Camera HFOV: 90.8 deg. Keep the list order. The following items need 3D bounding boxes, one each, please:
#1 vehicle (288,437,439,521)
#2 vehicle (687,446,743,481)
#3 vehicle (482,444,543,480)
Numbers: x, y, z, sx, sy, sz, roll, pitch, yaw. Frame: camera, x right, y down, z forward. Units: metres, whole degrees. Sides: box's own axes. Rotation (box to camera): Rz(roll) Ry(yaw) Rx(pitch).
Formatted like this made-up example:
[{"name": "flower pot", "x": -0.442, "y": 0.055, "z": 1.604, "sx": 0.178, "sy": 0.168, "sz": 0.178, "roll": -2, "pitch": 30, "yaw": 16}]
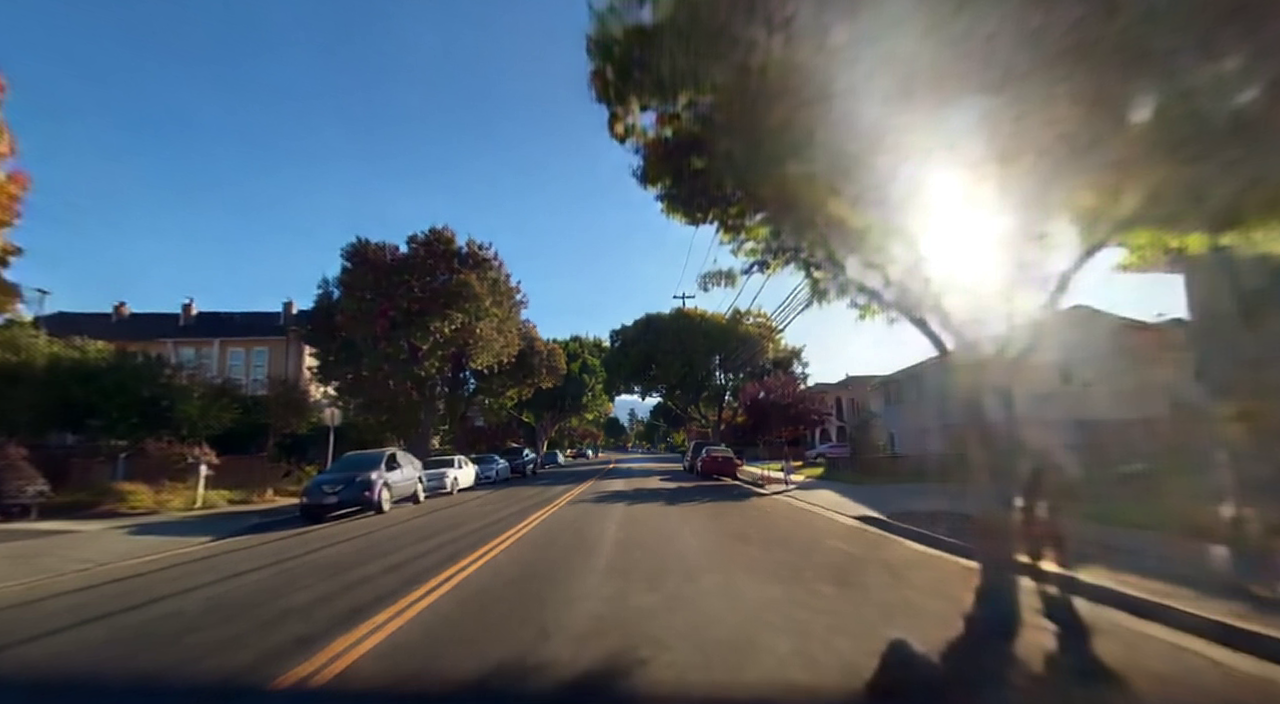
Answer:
[{"name": "vehicle", "x": -6.776, "y": 3.120, "z": 16.113, "sx": 1.963, "sy": 1.820, "sz": 4.297, "roll": 0, "pitch": -9, "yaw": -1}, {"name": "vehicle", "x": 3.274, "y": 4.949, "z": 28.393, "sx": 1.869, "sy": 1.453, "sz": 4.237, "roll": 0, "pitch": -9, "yaw": -2}, {"name": "vehicle", "x": -6.822, "y": 5.926, "z": 34.379, "sx": 2.151, "sy": 1.789, "sz": 5.482, "roll": 0, "pitch": -9, "yaw": 0}]
